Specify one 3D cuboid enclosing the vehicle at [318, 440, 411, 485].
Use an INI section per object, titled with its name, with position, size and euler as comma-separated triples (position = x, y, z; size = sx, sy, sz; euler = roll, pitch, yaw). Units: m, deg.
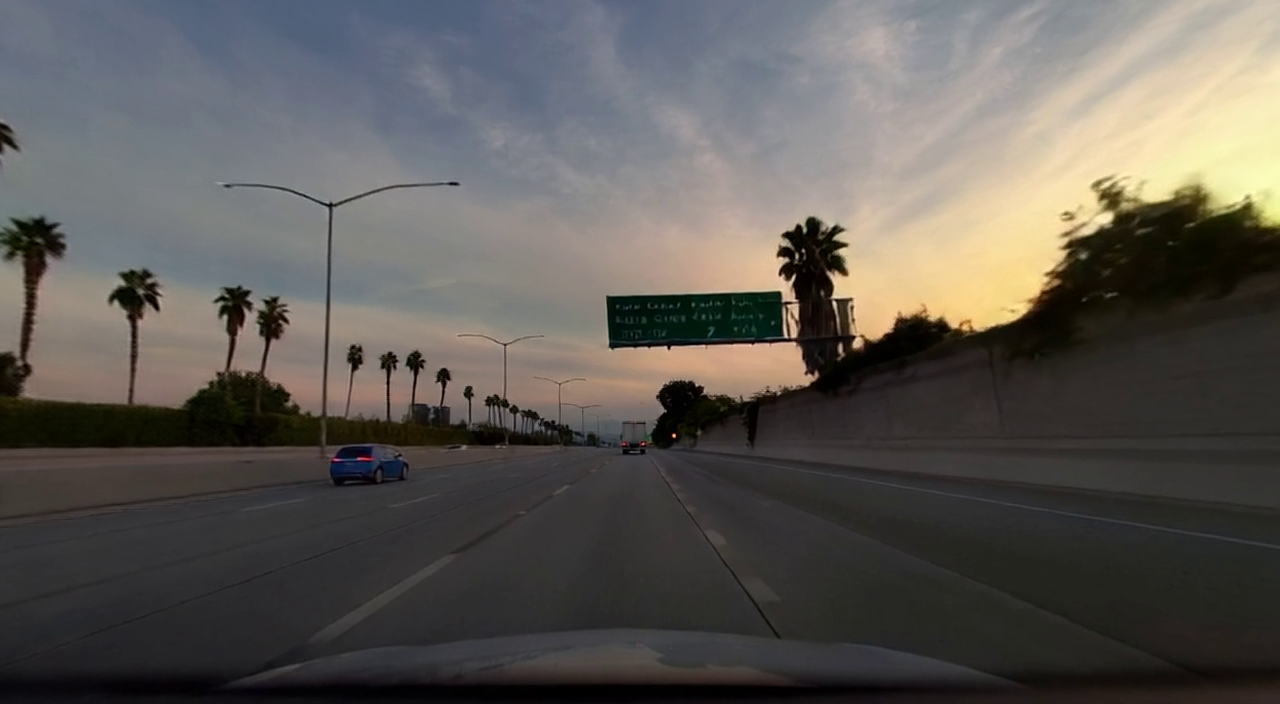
[vehicle]
position = -10.978, 4.428, 25.565
size = 1.897, 1.653, 4.113
euler = 0, -8, 0
